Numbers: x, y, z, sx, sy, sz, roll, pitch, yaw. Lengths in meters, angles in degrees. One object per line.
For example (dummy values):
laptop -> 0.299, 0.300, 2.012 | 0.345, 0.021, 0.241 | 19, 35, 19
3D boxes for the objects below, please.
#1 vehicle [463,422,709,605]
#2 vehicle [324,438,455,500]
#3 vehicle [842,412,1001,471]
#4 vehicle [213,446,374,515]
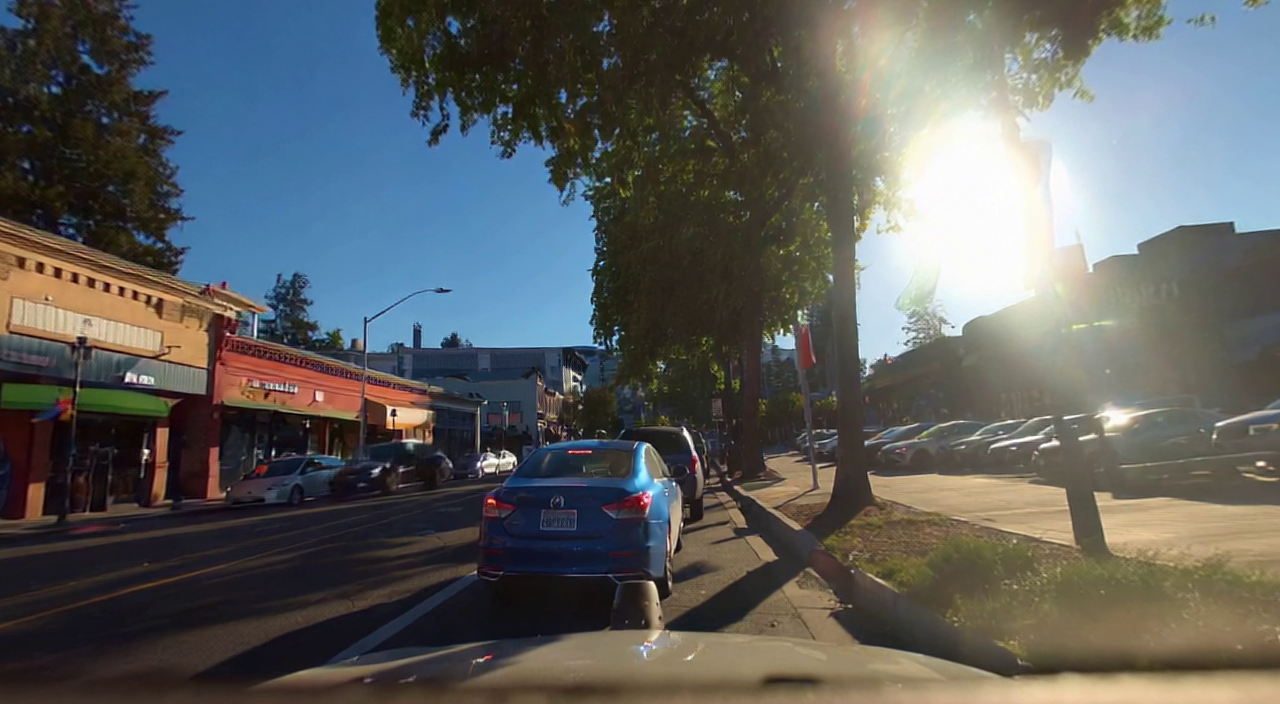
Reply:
vehicle -> -0.272, 1.631, 7.292 | 1.939, 1.478, 3.922 | -1, -8, 9
vehicle -> -8.034, 3.766, 20.755 | 2.054, 1.772, 4.276 | -3, -9, 9
vehicle -> 9.020, 2.832, 20.216 | 4.558, 1.528, 1.915 | 0, -8, -23
vehicle -> -11.006, 4.067, 20.591 | 2.081, 1.718, 5.342 | -6, -9, 3
